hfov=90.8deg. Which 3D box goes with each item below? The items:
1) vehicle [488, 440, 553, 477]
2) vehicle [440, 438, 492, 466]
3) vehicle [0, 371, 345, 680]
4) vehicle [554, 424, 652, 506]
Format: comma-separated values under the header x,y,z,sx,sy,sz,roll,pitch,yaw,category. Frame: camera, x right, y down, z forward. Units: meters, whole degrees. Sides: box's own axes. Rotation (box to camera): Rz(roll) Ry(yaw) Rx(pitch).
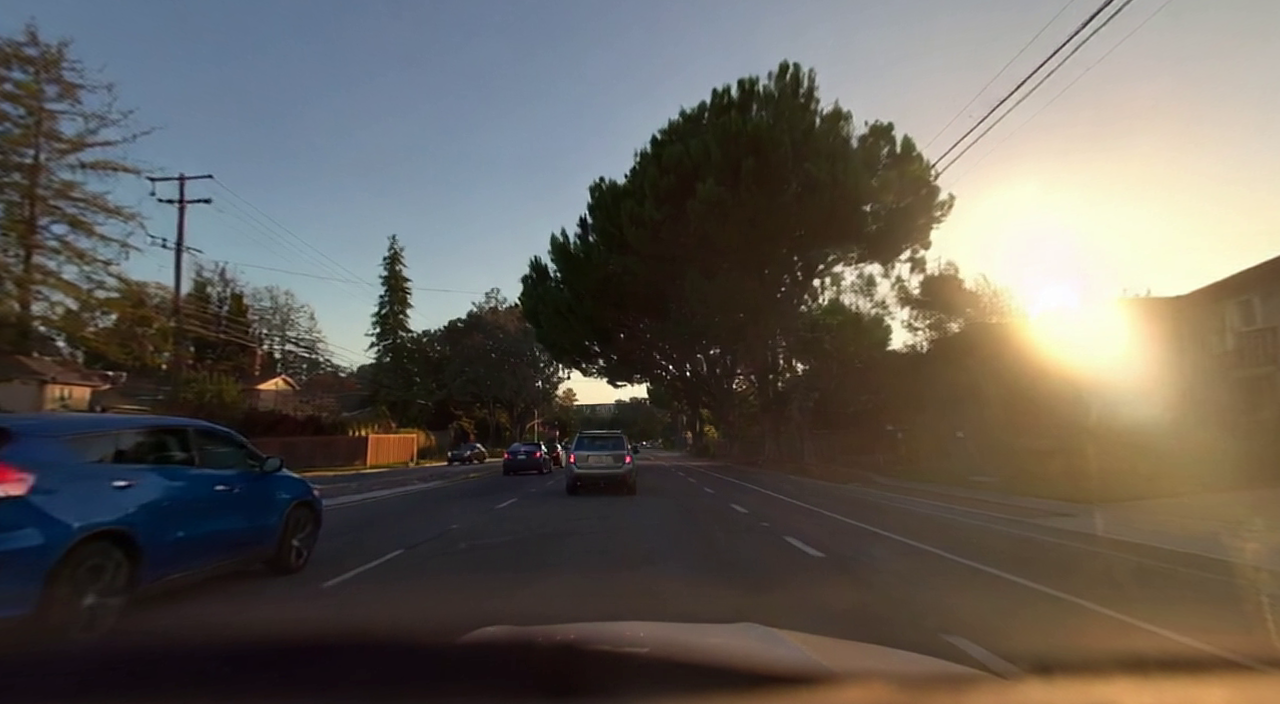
x,y,z,sx,sy,sz,roll,pitch,yaw,category
-5.268,4.751,28.465,2.014,1.493,4.658,0,-8,0,vehicle
-11.647,6.730,42.612,2.131,1.798,4.902,0,-8,0,vehicle
-4.721,1.230,5.259,2.243,1.722,4.621,0,-8,1,vehicle
-0.835,2.786,15.982,2.131,1.761,4.242,0,-8,-1,vehicle
